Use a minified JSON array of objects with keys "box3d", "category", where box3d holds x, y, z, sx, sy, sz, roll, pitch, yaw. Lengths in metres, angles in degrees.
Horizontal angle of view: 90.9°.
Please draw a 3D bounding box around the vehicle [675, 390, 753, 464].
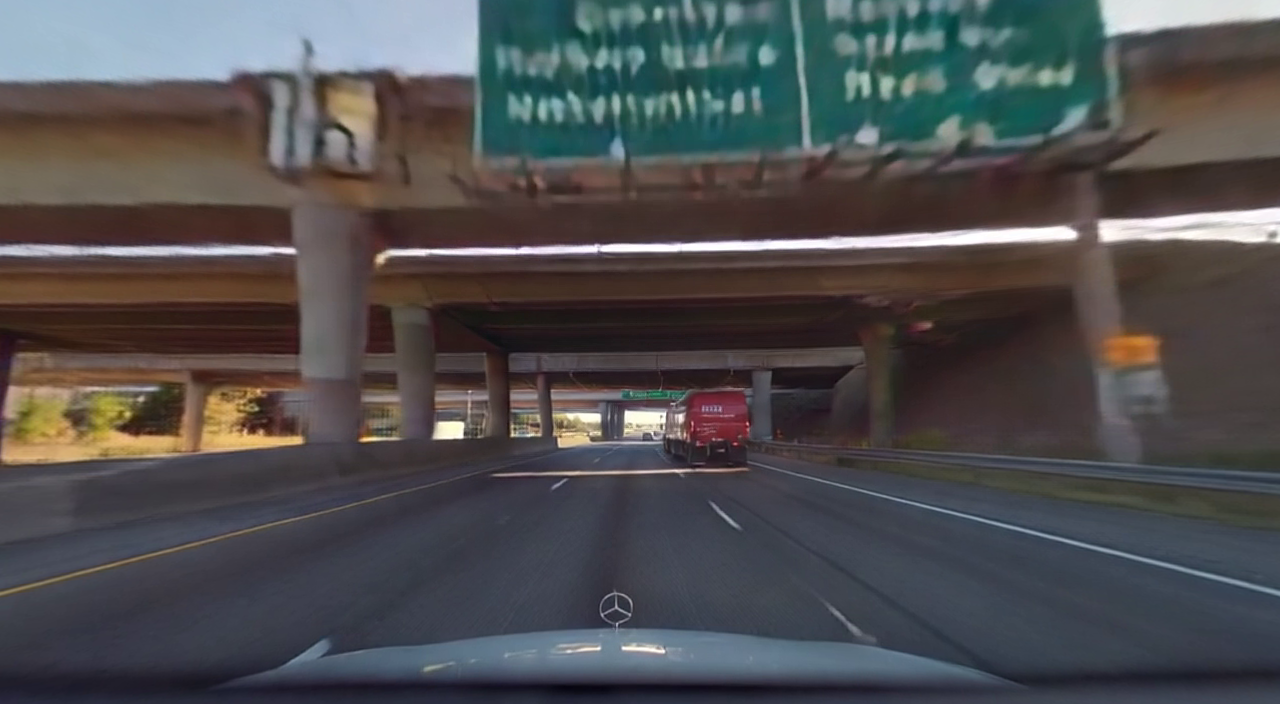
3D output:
[{"box3d":[3.734,4.195,34.837,2.849,3.391,11.018,-1,-8,-1],"category":"vehicle"}]
